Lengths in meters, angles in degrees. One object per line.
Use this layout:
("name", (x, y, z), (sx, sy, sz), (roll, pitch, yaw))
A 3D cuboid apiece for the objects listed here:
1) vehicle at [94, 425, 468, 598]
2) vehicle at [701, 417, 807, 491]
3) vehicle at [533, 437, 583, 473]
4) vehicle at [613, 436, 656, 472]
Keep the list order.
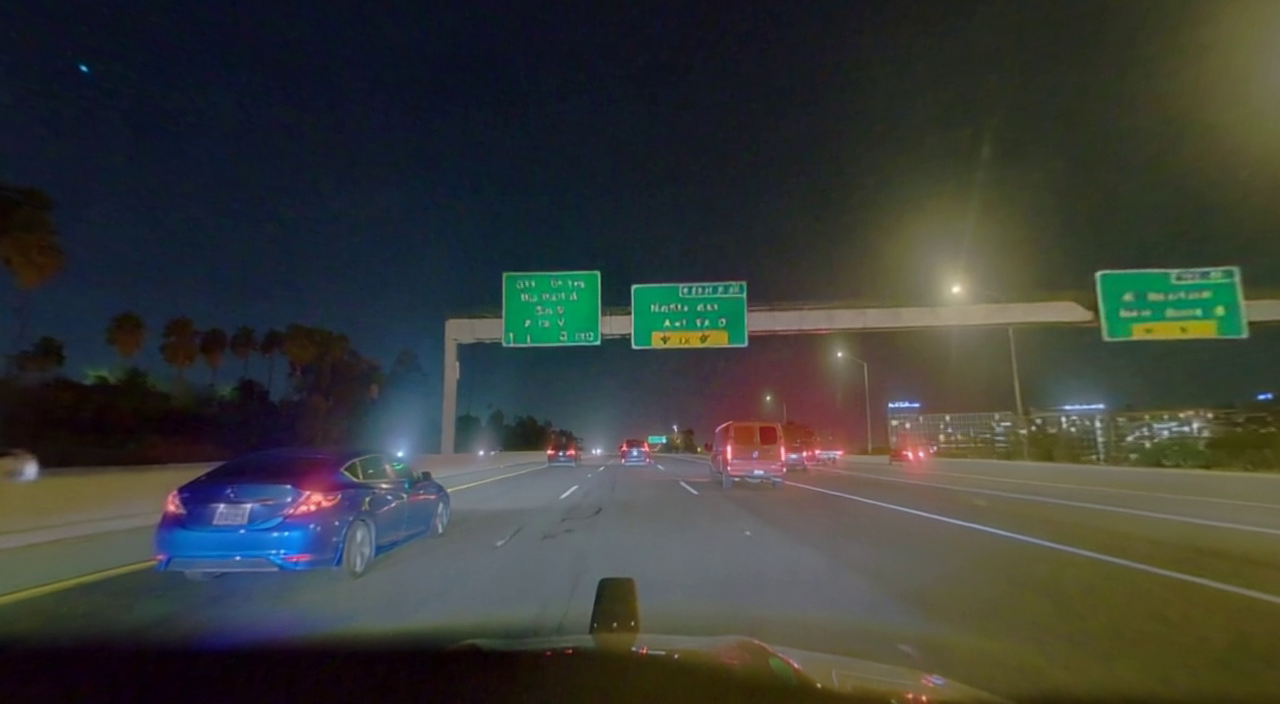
("vehicle", (-3.698, 1.712, 7.690), (1.991, 1.469, 4.381), (0, -9, -1))
("vehicle", (3.502, 3.325, 20.766), (2.250, 2.074, 5.723), (0, -9, -2))
("vehicle", (-4.335, 5.537, 34.185), (2.109, 1.793, 4.613), (0, -9, 0))
("vehicle", (-0.304, 5.499, 34.073), (2.212, 1.786, 4.198), (0, -9, -1))
